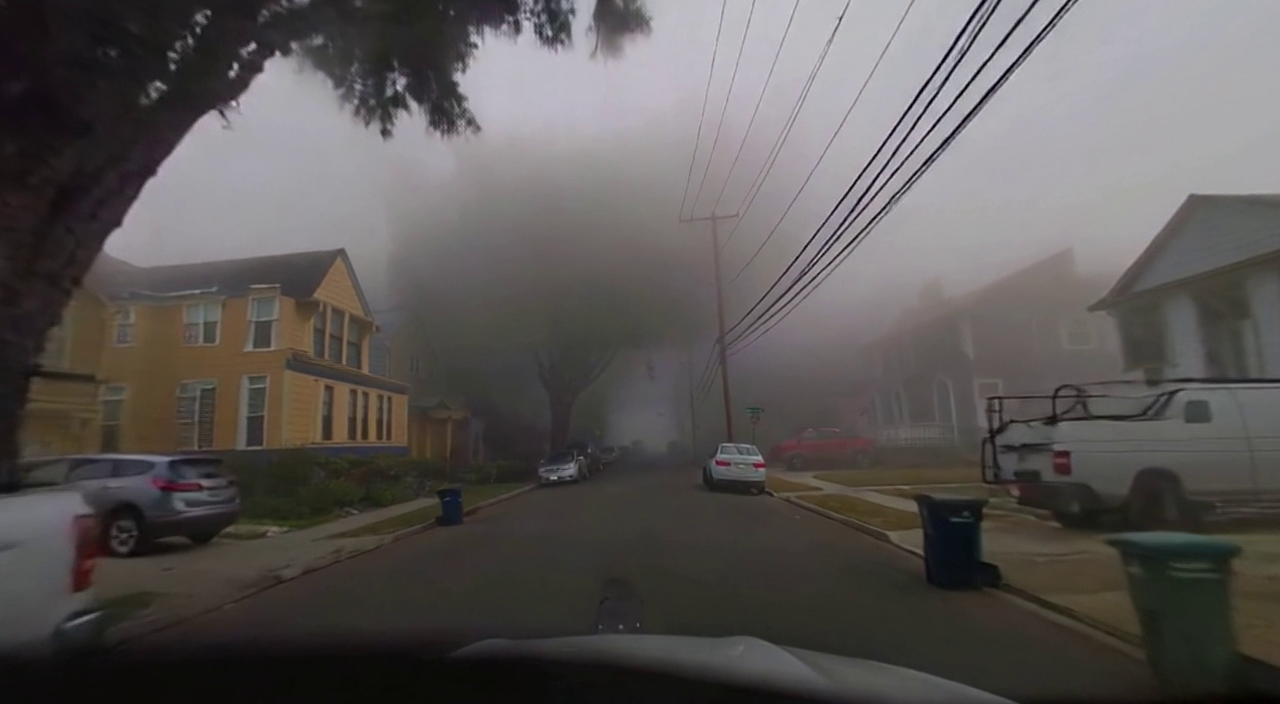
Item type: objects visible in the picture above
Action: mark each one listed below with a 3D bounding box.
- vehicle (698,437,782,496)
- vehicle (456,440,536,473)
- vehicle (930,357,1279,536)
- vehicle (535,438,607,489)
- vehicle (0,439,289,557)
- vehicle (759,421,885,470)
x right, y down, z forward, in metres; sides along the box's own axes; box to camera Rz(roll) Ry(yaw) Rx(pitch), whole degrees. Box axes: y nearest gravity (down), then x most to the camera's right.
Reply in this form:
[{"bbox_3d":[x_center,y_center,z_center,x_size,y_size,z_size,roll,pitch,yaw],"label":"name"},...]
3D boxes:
[{"bbox_3d":[3.083,3.590,20.399,2.043,1.631,4.613,0,-7,1],"label":"vehicle"},{"bbox_3d":[-8.460,6.148,37.331,4.088,1.779,2.109,0,-5,4],"label":"vehicle"},{"bbox_3d":[7.453,1.243,8.532,5.974,2.066,2.152,1,-7,2],"label":"vehicle"},{"bbox_3d":[-2.870,4.737,27.420,2.204,1.655,4.813,-8,-8,1],"label":"vehicle"},{"bbox_3d":[-9.044,2.470,11.144,4.432,1.739,2.097,0,-5,1],"label":"vehicle"},{"bbox_3d":[8.494,4.393,29.944,5.274,2.170,2.205,0,-7,-1],"label":"vehicle"}]
